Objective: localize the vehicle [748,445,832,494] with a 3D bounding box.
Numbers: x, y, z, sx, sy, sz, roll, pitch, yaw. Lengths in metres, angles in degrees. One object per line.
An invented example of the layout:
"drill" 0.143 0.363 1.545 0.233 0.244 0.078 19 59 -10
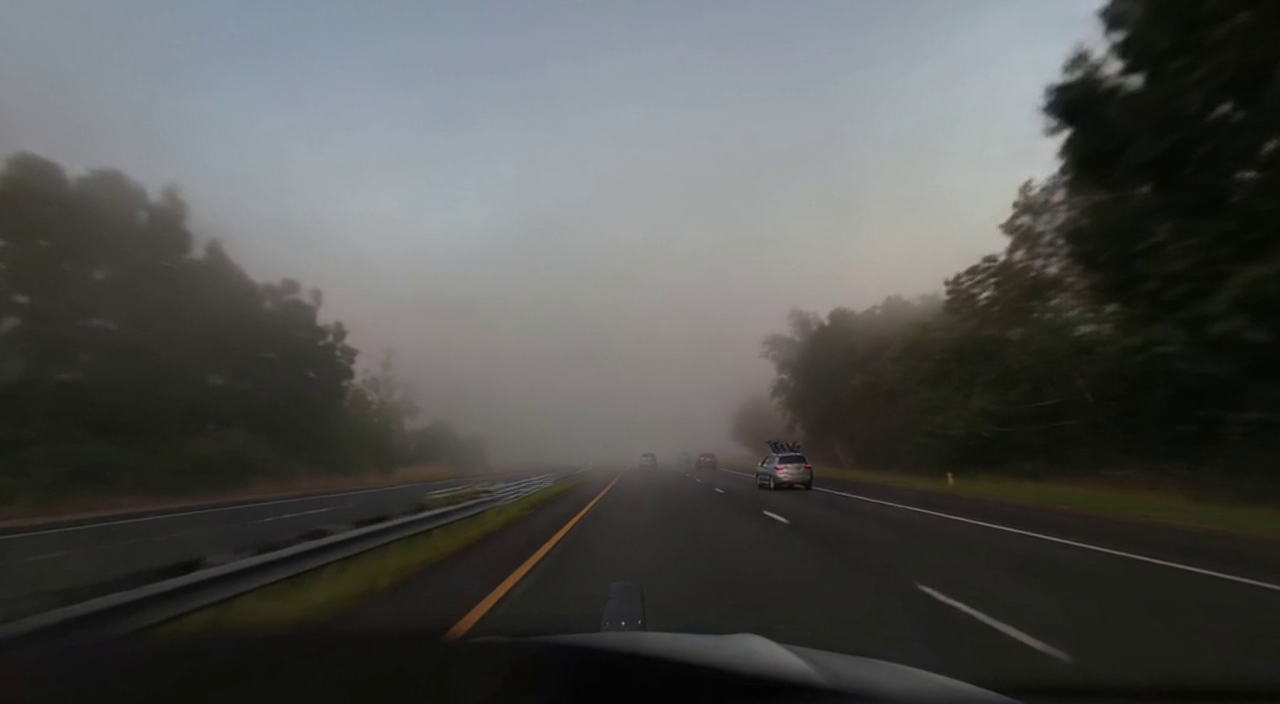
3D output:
"vehicle" 5.125 4.066 22.081 1.964 1.513 3.707 0 -9 -1

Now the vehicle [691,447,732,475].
"vehicle" 4.563 7.063 40.992 2.122 1.662 4.392 0 -9 0
